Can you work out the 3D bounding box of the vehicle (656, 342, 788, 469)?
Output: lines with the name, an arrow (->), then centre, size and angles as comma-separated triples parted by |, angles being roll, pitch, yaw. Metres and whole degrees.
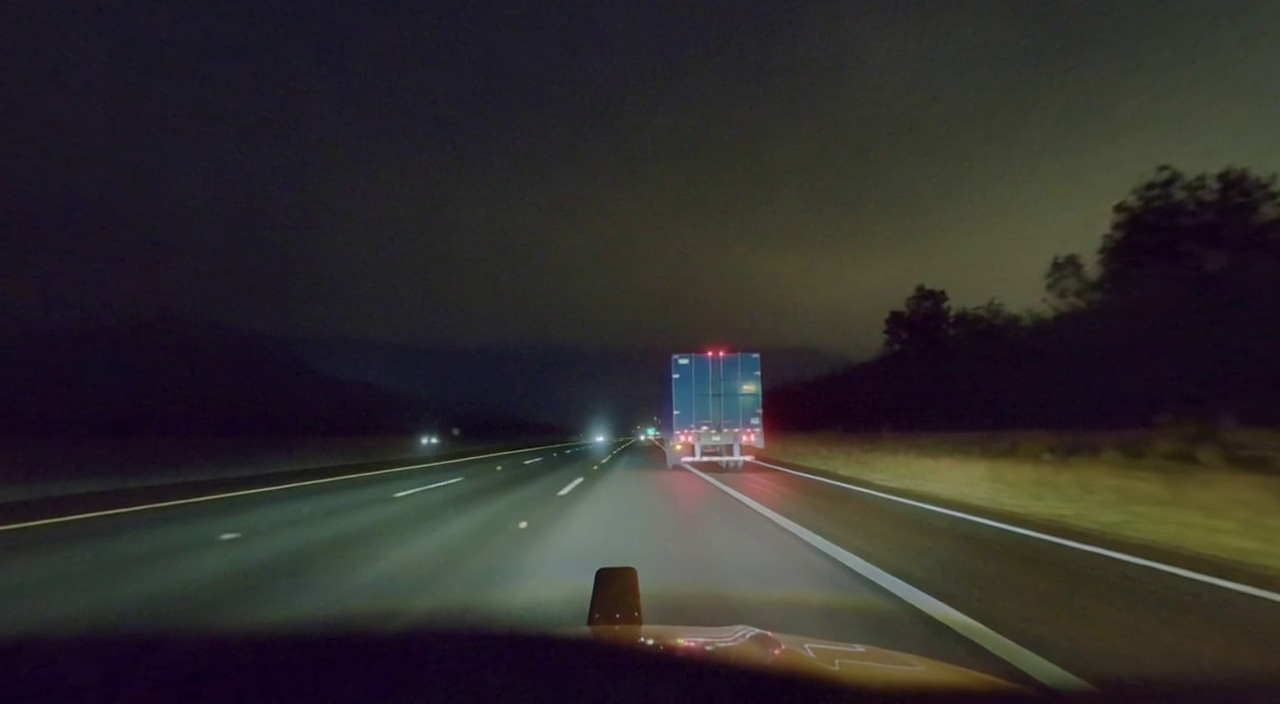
vehicle -> 2.531, 2.357, 24.377 | 3.446, 3.698, 12.089 | 0, -8, 0
